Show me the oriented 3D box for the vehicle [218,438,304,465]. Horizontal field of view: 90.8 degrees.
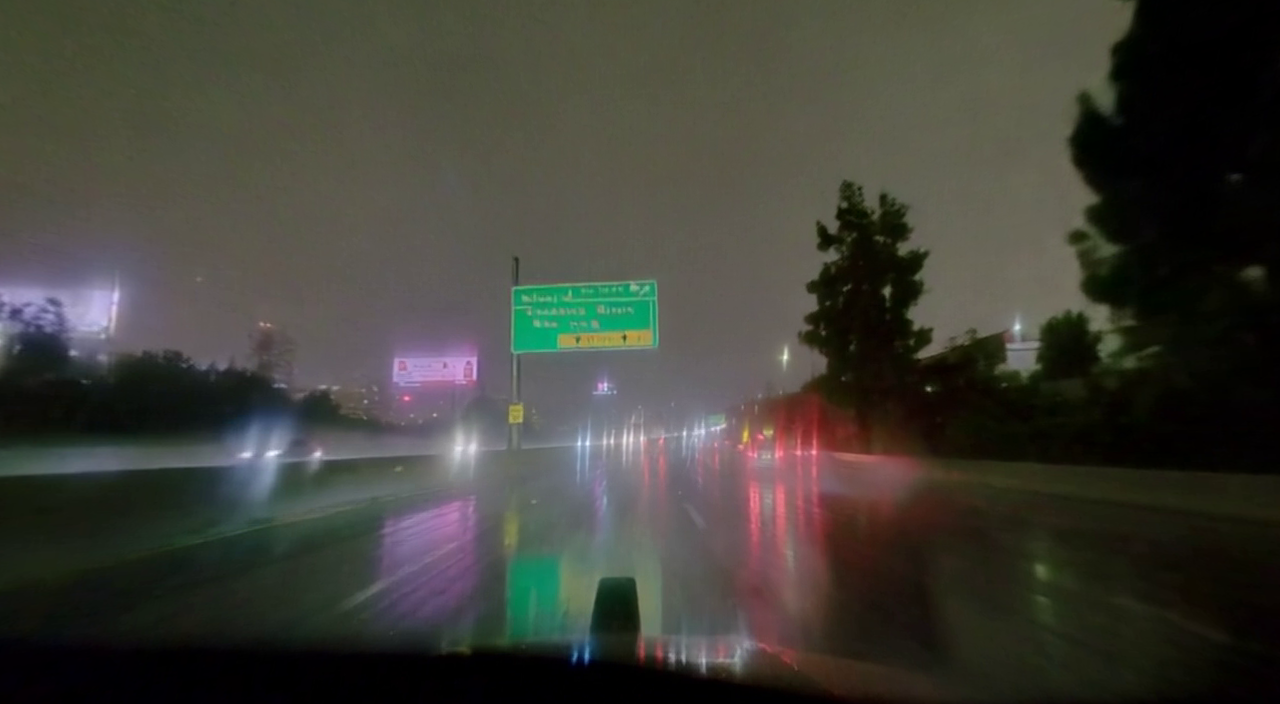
[{"bbox_3d":[-22.595,5.955,37.934,2.039,1.484,4.959,0,-8,2],"label":"vehicle"}]
